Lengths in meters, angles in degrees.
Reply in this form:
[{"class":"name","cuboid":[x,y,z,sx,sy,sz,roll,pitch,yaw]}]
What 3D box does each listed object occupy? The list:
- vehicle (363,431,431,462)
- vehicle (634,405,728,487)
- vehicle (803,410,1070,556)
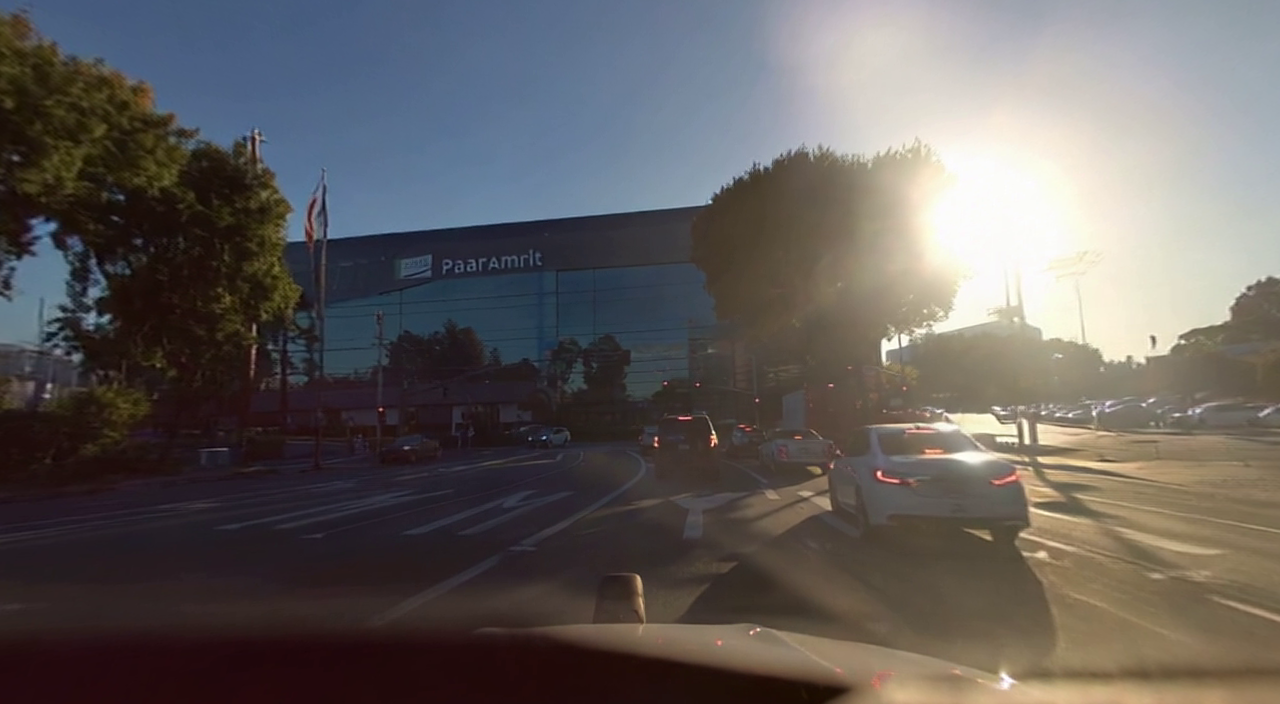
[{"class":"vehicle","cuboid":[-14.463,5.663,37.774,1.950,1.713,4.406,-1,-9,6]},{"class":"vehicle","cuboid":[1.246,2.550,17.028,2.188,1.892,4.488,-1,-9,8]},{"class":"vehicle","cuboid":[3.700,1.723,8.981,2.109,1.500,4.585,-1,-9,8]}]
